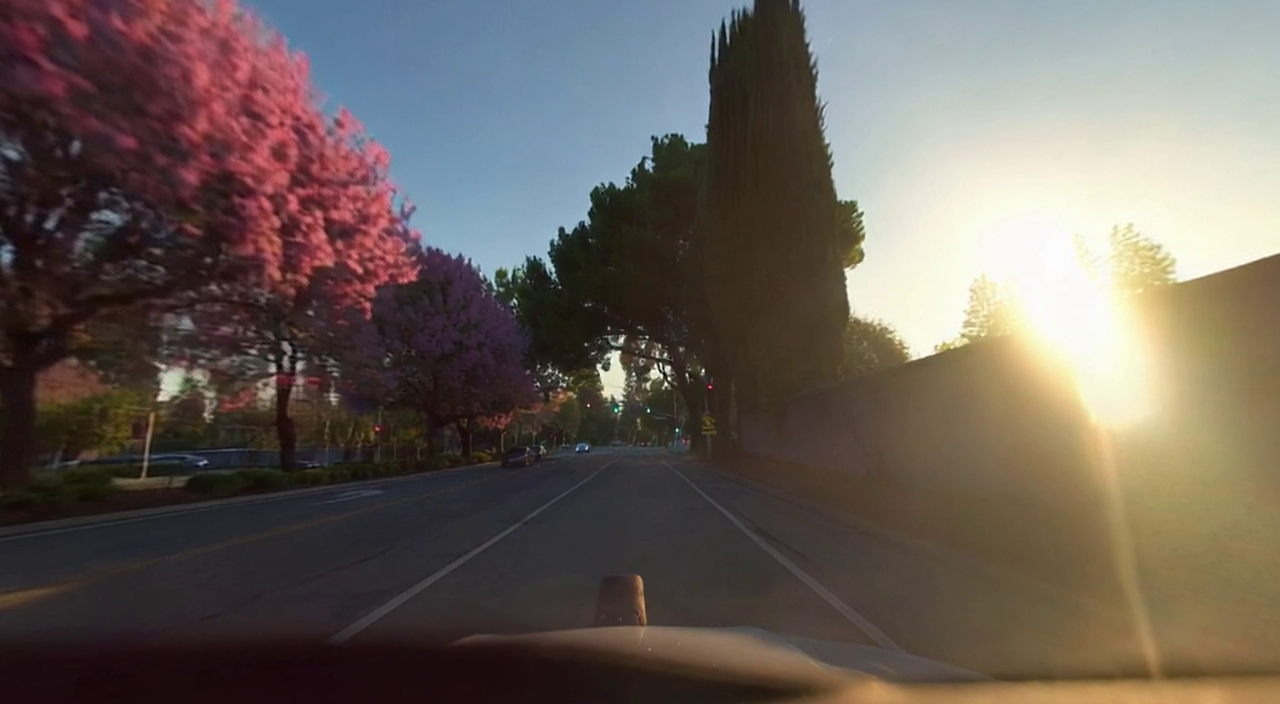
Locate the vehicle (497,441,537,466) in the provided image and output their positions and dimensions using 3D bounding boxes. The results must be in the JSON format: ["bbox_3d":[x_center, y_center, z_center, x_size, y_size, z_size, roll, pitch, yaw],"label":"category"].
[{"bbox_3d":[-7.897,6.585,40.738,1.783,1.501,4.307,0,-9,-1],"label":"vehicle"}]
